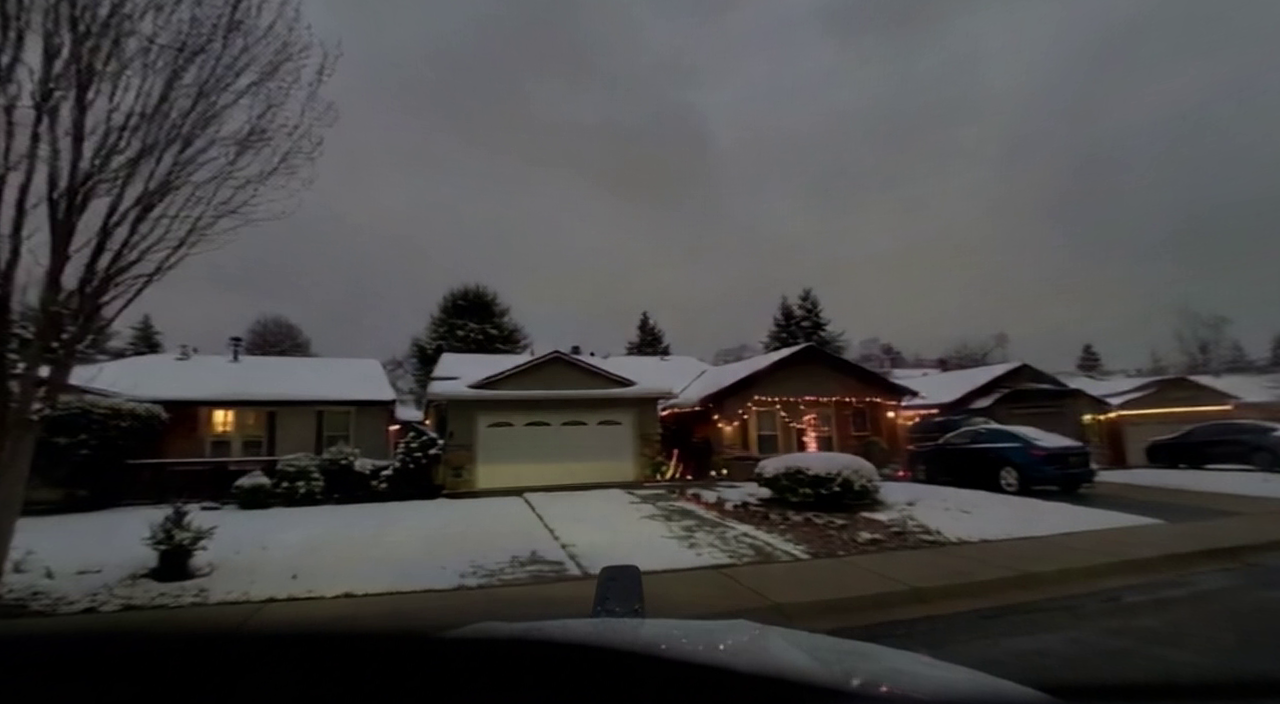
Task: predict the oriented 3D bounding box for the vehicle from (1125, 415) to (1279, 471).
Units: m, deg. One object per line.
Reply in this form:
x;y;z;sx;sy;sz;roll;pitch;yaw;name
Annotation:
17.592;2.616;18.568;1.807;1.485;4.916;4;-6;-27;vehicle
